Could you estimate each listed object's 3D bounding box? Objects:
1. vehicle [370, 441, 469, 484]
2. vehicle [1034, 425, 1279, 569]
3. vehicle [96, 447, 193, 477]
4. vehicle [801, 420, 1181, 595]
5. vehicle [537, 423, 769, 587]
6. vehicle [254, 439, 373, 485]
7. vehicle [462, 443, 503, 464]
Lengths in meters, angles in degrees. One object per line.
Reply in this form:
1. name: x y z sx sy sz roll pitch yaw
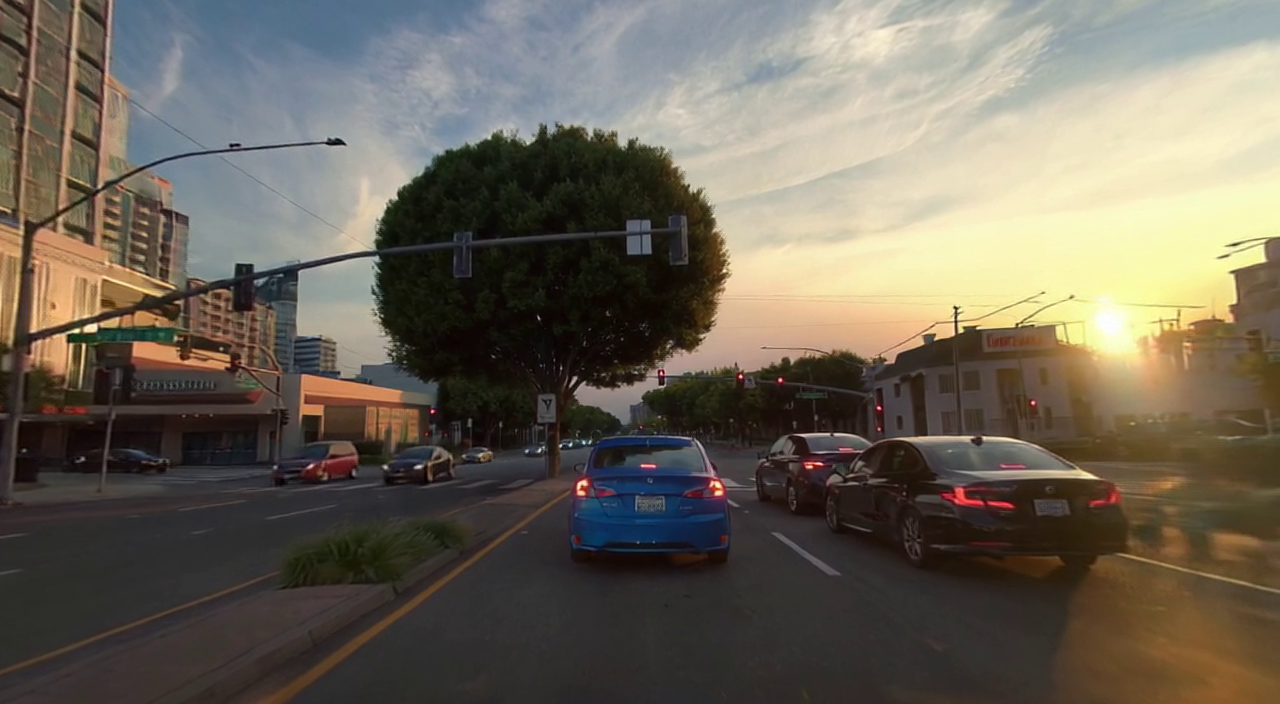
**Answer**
1. vehicle: -8.308 4.187 24.294 2.090 1.475 4.616 0 -9 1
2. vehicle: 7.972 1.856 8.706 1.999 1.562 4.675 0 -9 -1
3. vehicle: -26.685 5.908 34.106 3.657 1.528 1.783 1 -9 -4
4. vehicle: 3.623 1.686 7.783 2.018 1.491 4.544 0 -9 -1
5. vehicle: 0.098 1.688 7.781 2.087 1.468 4.014 0 -9 -1
6. vehicle: -12.678 4.289 24.967 2.166 1.659 4.654 0 -9 1
7. vehicle: -11.699 7.558 47.240 1.922 1.466 4.422 0 -9 0
